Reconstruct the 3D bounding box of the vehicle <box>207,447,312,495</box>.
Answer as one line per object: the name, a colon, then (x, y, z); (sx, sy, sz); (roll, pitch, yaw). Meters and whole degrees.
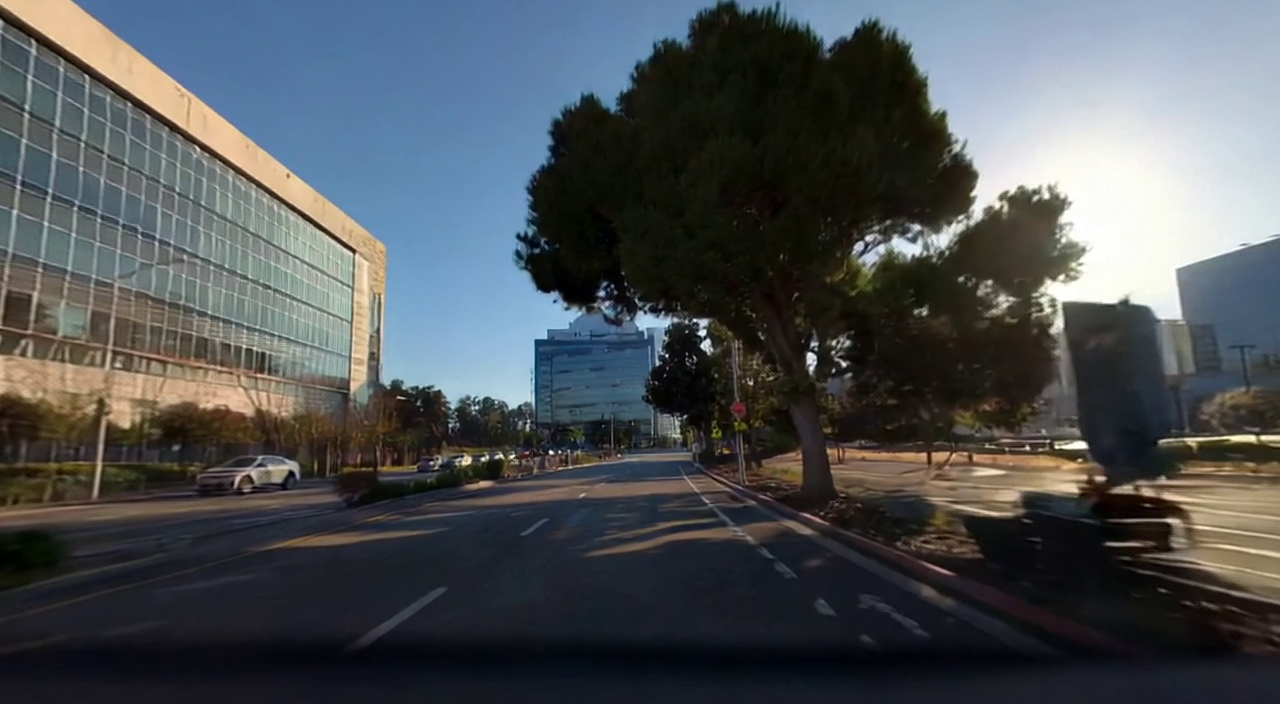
vehicle: (-18.745, 5.843, 31.389); (2.047, 1.914, 5.061); (-3, -7, 1)
